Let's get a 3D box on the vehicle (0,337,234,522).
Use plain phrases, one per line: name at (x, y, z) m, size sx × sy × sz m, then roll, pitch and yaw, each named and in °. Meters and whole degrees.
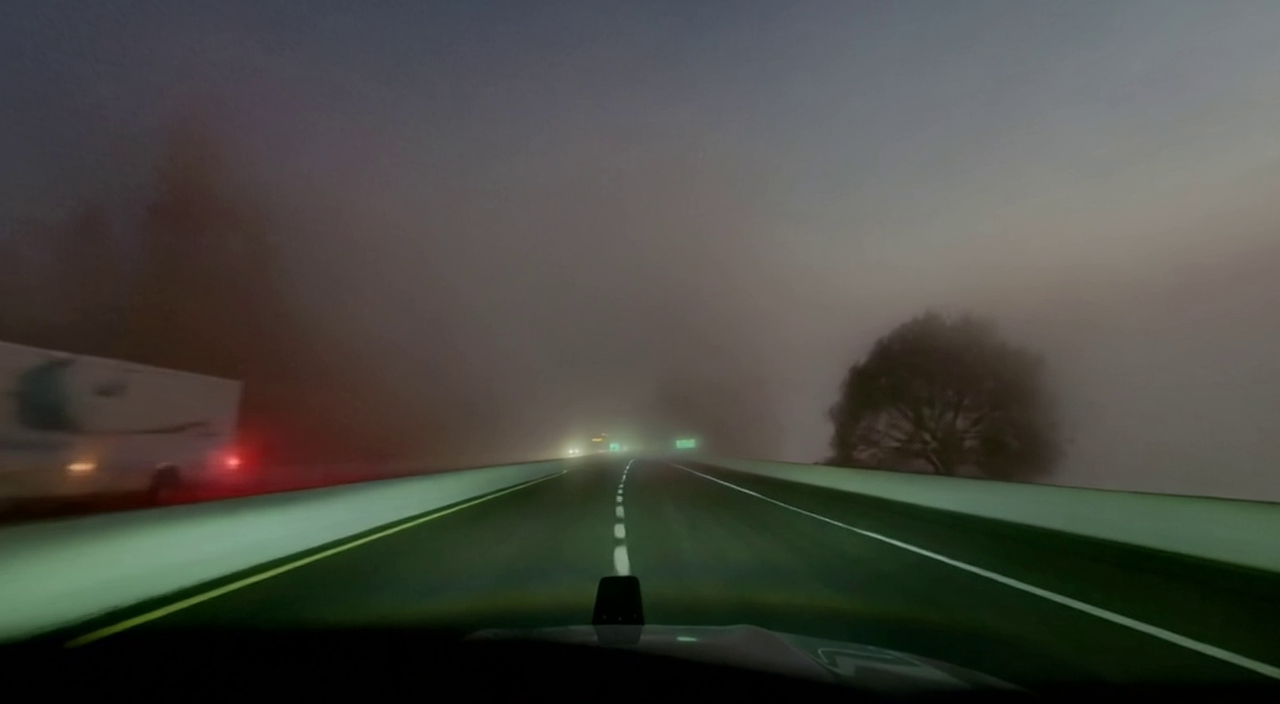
vehicle at (-15.426, 1.762, 14.170) m, size 2.933 × 3.968 × 14.979 m, roll 0°, pitch -9°, yaw -1°
